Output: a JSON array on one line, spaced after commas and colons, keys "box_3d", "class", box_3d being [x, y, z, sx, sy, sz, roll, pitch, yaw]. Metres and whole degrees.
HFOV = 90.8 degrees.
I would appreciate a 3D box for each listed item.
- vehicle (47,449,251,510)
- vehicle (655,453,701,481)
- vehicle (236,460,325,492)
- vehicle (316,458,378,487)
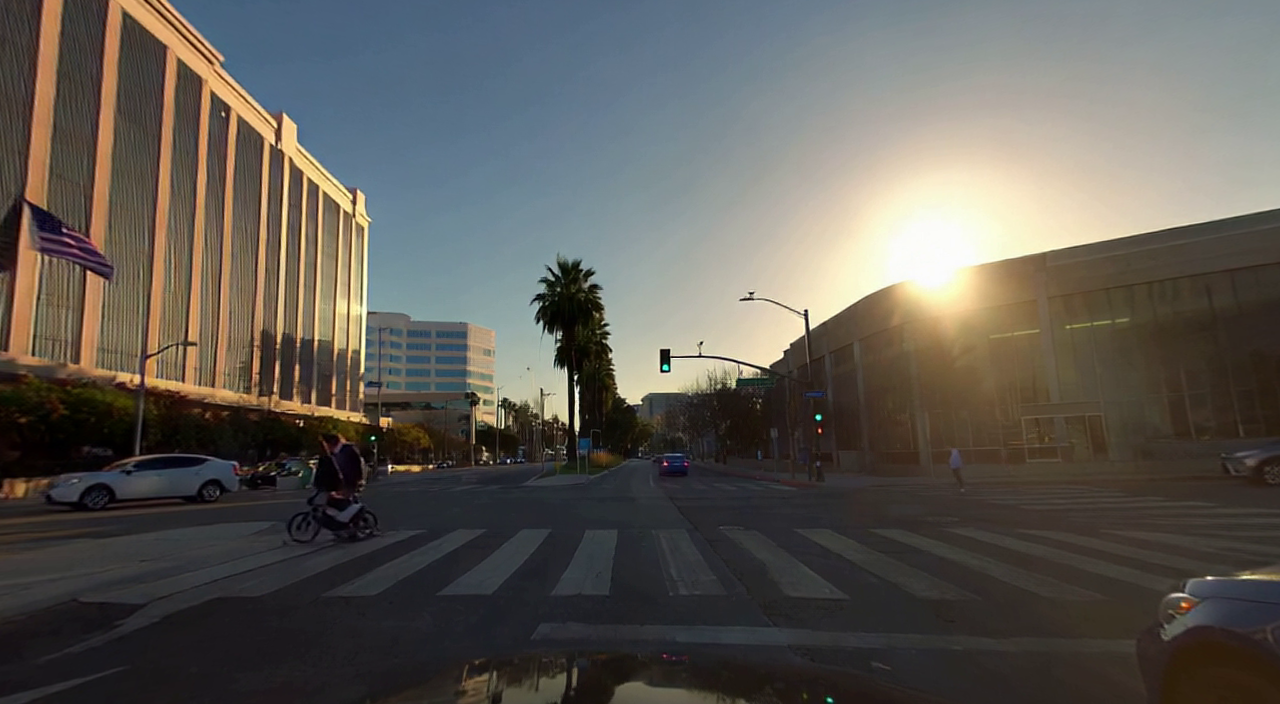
[{"box_3d": [-14.497, 3.742, 19.055, 4.499, 1.594, 1.898, 4, -10, -28], "class": "vehicle"}, {"box_3d": [2.217, 6.889, 38.119, 2.000, 1.525, 4.273, 1, -8, -6], "class": "vehicle"}, {"box_3d": [-19.940, 6.898, 35.341, 2.069, 1.540, 4.774, 0, -8, 1], "class": "vehicle"}, {"box_3d": [-20.089, 8.248, 43.499, 2.043, 1.745, 4.420, 0, -8, 1], "class": "vehicle"}]
